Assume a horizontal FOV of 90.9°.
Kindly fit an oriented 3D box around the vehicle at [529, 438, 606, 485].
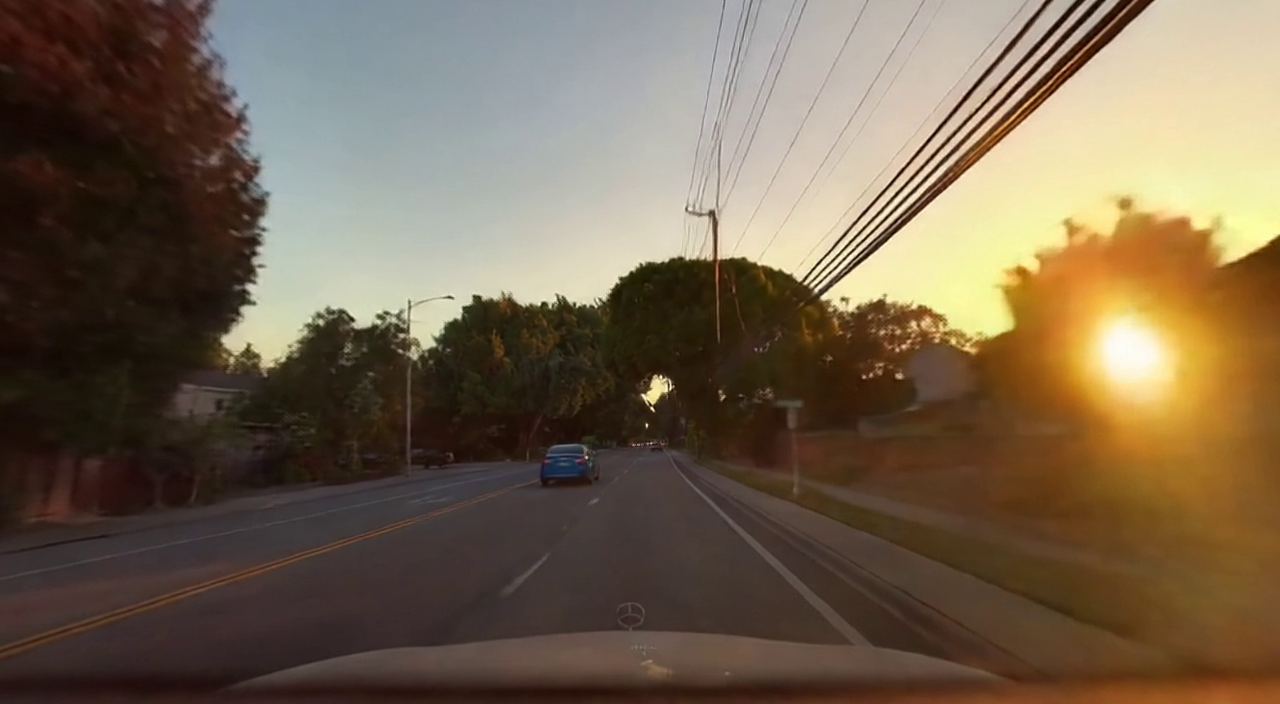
[{"bbox_3d":[-2.528,4.004,23.405,2.085,1.512,5.023,-1,-8,2],"label":"vehicle"}]
